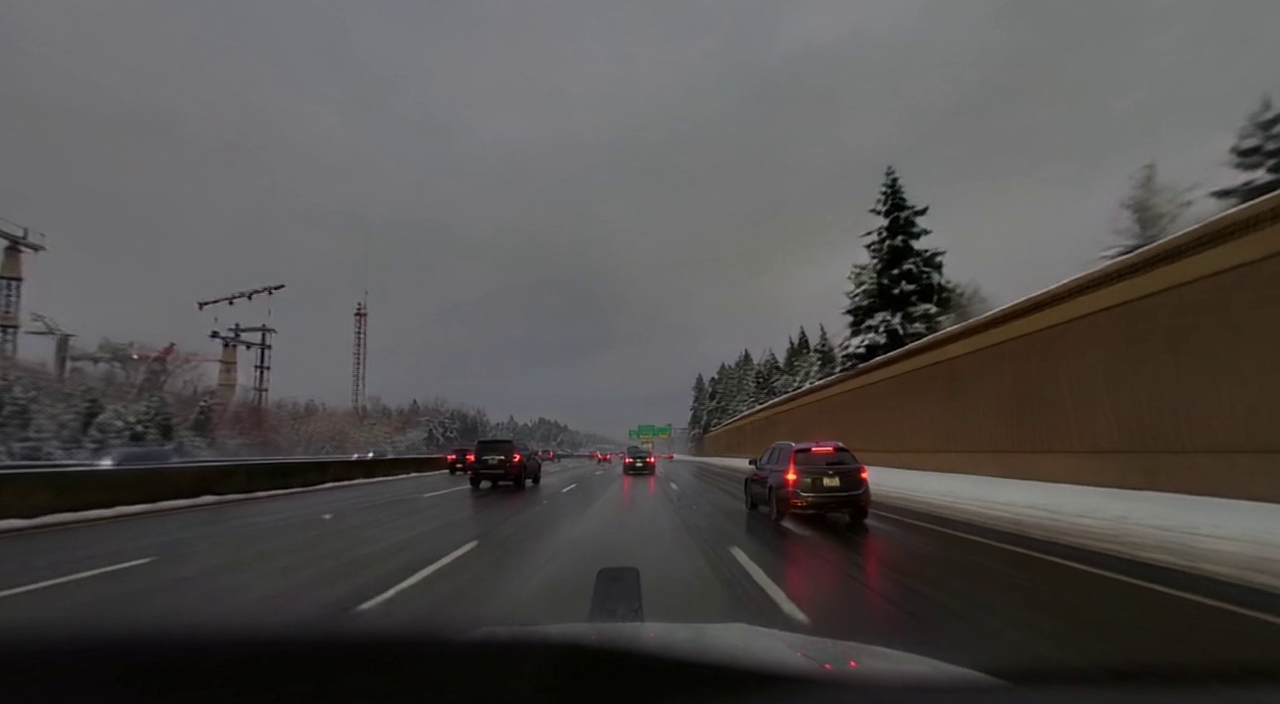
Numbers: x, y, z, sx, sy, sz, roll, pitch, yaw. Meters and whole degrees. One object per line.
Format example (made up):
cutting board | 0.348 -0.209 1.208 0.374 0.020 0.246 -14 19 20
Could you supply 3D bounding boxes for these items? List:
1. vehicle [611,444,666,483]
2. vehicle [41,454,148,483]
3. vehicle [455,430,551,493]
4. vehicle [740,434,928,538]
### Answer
vehicle | -0.097 4.474 25.703 2.045 1.452 4.040 0 -8 -1
vehicle | -30.299 6.434 35.290 1.847 1.438 4.557 0 -8 1
vehicle | -4.261 3.476 20.413 2.121 1.775 4.335 0 -8 0
vehicle | 3.234 2.310 11.636 1.917 1.507 4.540 0 -8 -1
